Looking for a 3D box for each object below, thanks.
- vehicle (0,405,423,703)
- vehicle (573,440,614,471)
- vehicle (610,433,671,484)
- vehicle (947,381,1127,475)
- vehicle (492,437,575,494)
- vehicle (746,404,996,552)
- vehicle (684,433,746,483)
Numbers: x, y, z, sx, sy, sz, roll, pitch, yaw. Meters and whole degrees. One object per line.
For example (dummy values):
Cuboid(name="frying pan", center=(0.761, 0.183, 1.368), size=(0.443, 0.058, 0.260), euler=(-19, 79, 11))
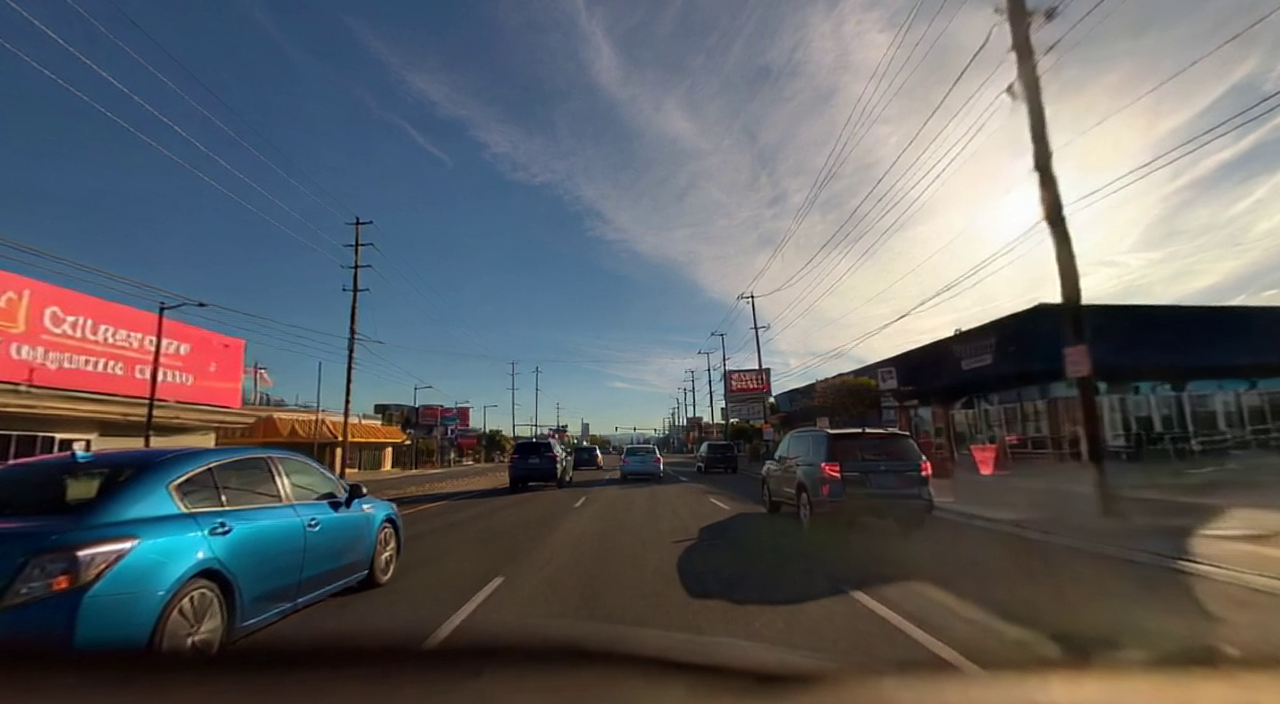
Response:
Cuboid(name="vehicle", center=(-3.230, 1.233, 4.138), size=(2.022, 1.498, 4.471), euler=(0, -8, 0))
Cuboid(name="vehicle", center=(-3.088, 7.076, 43.458), size=(2.405, 2.009, 5.909), euler=(0, -8, 0))
Cuboid(name="vehicle", center=(-0.013, 4.357, 26.170), size=(2.326, 1.925, 4.253), euler=(0, -8, -1))
Cuboid(name="vehicle", center=(12.570, 2.551, 20.651), size=(2.477, 2.665, 5.203), euler=(0, -8, 1))
Cuboid(name="vehicle", center=(-3.358, 3.654, 20.700), size=(2.051, 1.671, 3.861), euler=(0, -8, 0))
Cuboid(name="vehicle", center=(3.407, 1.996, 10.708), size=(2.282, 1.897, 4.915), euler=(0, -8, -1))
Cuboid(name="vehicle", center=(3.082, 4.445, 26.752), size=(2.026, 1.904, 4.102), euler=(0, -8, -1))
